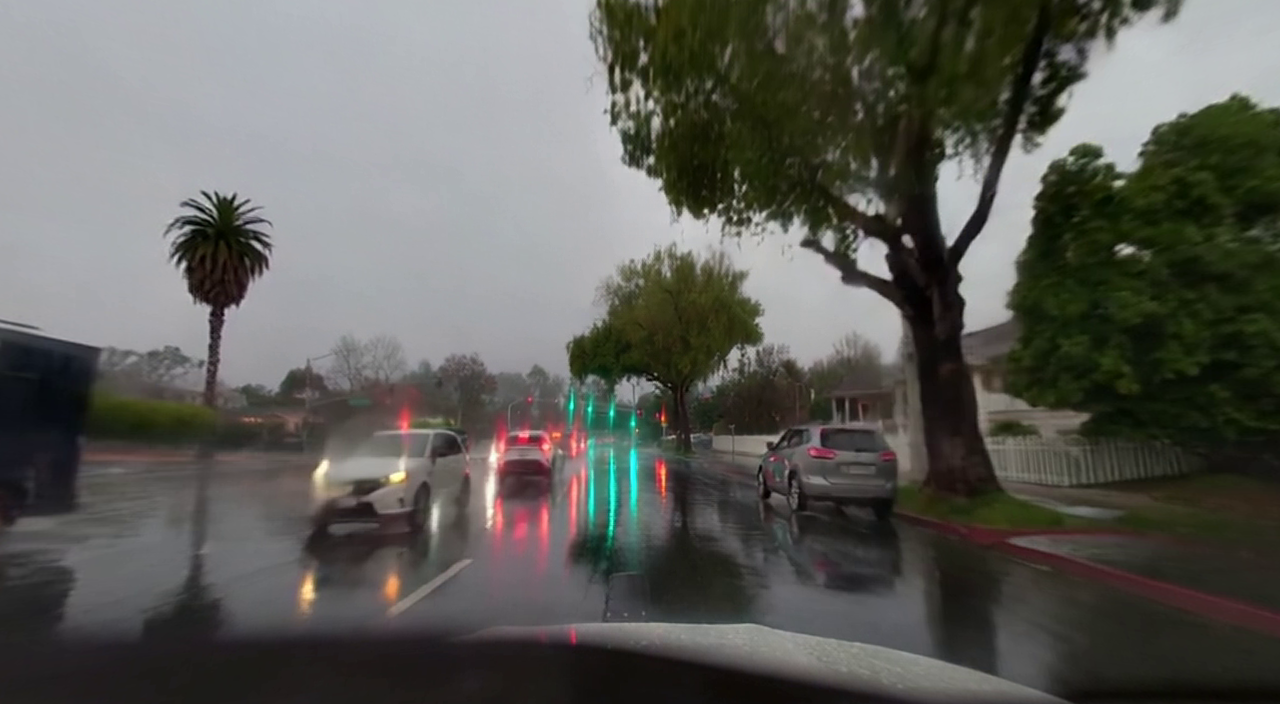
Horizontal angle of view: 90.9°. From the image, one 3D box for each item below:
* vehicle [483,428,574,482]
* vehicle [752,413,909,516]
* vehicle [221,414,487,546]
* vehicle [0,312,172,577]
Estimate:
[{"bbox_3d":[-3.661,3.474,21.645,2.181,1.636,4.504,-1,-8,2],"label":"vehicle"},{"bbox_3d":[3.688,2.247,13.101,1.801,1.746,4.325,0,-8,-1],"label":"vehicle"},{"bbox_3d":[-3.996,1.854,9.809,2.051,1.572,4.207,-1,-8,2],"label":"vehicle"},{"bbox_3d":[-6.941,0.697,4.659,2.155,2.399,6.101,-1,-8,1],"label":"vehicle"}]
